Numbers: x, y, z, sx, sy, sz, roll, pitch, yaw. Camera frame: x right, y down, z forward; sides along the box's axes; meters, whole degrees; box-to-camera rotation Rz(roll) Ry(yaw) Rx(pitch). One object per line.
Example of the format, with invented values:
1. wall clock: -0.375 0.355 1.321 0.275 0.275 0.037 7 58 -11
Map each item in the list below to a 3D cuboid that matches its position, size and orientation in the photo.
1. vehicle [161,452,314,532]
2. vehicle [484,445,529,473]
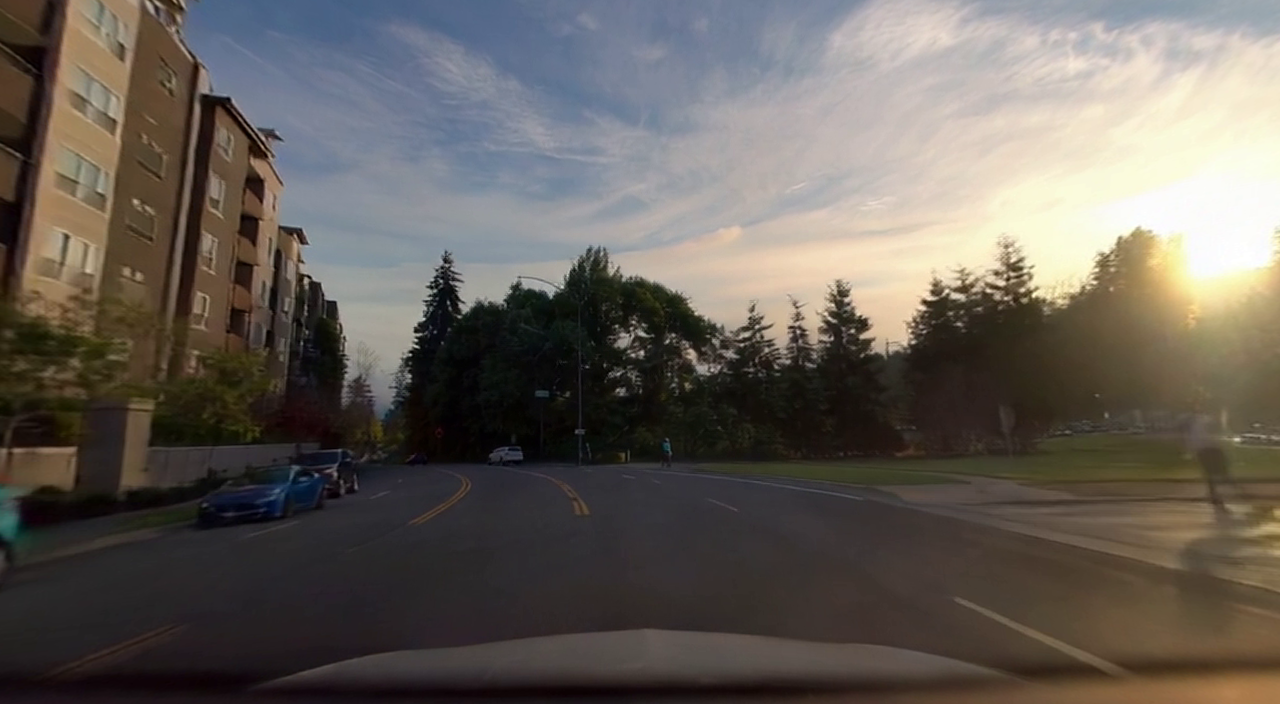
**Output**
1. vehicle: -10.040 3.442 16.160 1.908 1.602 4.279 -1 -8 -13
2. vehicle: -9.153 7.238 42.900 2.000 1.809 4.405 4 -9 -25
